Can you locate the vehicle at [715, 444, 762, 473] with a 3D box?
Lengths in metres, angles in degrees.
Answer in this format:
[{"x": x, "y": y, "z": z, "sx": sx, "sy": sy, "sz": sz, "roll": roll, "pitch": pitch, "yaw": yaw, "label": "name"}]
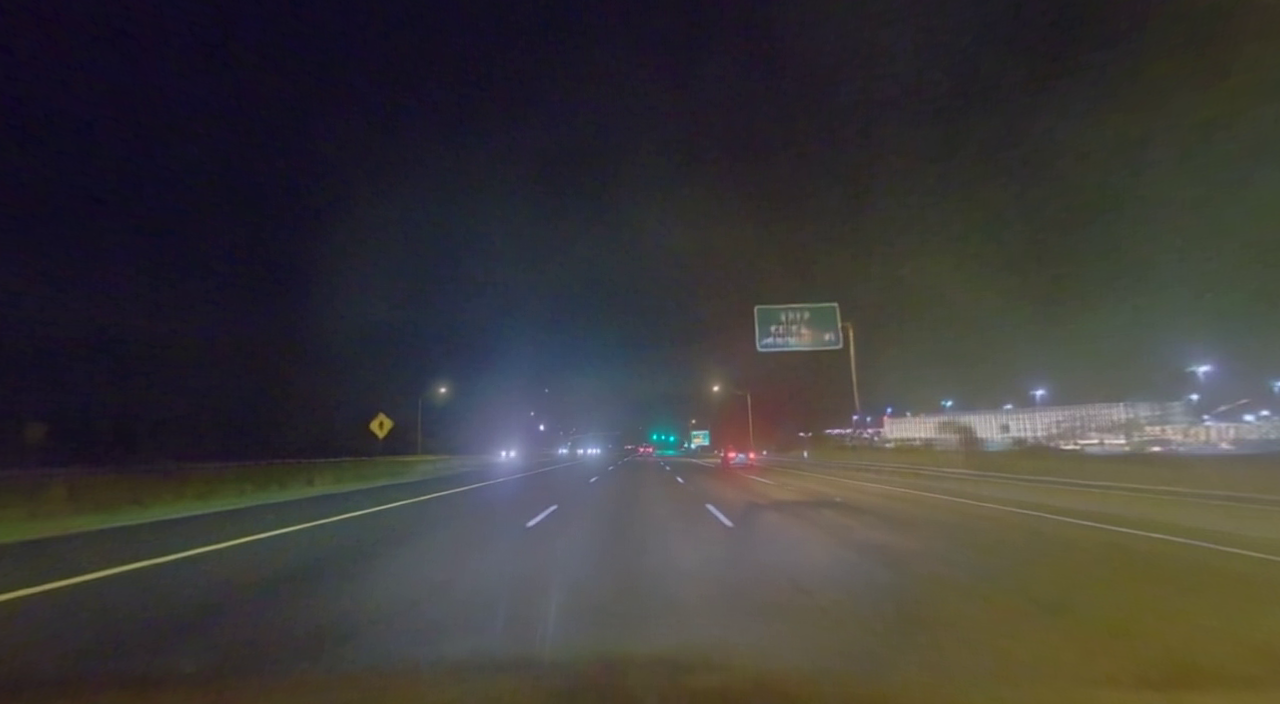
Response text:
[{"x": 5.841, "y": 6.378, "z": 37.920, "sx": 2.085, "sy": 1.594, "sz": 4.848, "roll": 0, "pitch": -9, "yaw": 0, "label": "vehicle"}]
